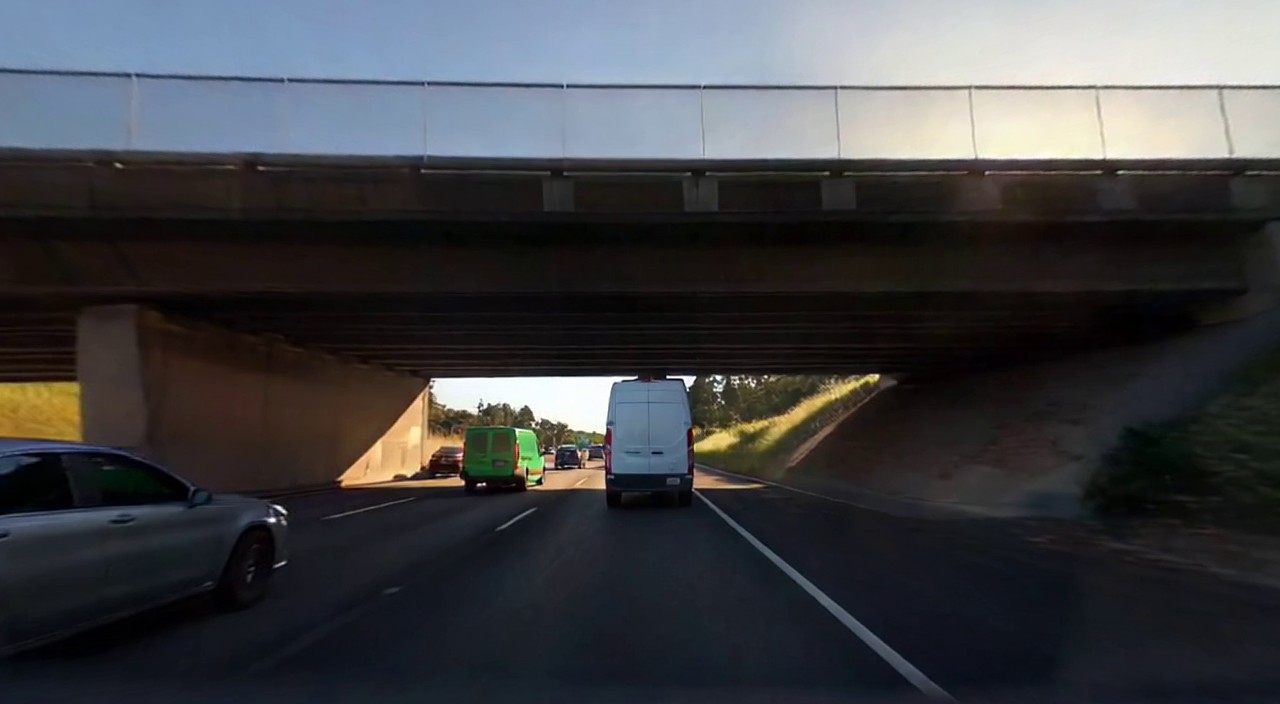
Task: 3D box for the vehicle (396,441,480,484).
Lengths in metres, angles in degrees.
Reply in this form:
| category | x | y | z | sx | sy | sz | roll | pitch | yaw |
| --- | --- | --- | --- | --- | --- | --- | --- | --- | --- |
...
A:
| category | x | y | z | sx | sy | sz | roll | pitch | yaw |
| --- | --- | --- | --- | --- | --- | --- | --- | --- | --- |
| vehicle | -8.373 | 4.613 | 26.554 | 2.093 | 1.675 | 4.233 | 0 | -9 | 0 |

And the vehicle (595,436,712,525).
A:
| category | x | y | z | sx | sy | sz | roll | pitch | yaw |
| --- | --- | --- | --- | --- | --- | --- | --- | --- | --- |
| vehicle | 0.220 | 2.479 | 12.559 | 1.991 | 1.507 | 3.391 | 0 | -9 | 0 |

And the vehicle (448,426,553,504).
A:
| category | x | y | z | sx | sy | sz | roll | pitch | yaw |
| --- | --- | --- | --- | --- | --- | --- | --- | --- | --- |
| vehicle | -3.679 | 3.073 | 17.416 | 1.951 | 1.882 | 3.979 | 0 | -9 | 0 |

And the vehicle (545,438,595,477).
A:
| category | x | y | z | sx | sy | sz | roll | pitch | yaw |
| --- | --- | --- | --- | --- | --- | --- | --- | --- | --- |
| vehicle | -3.517 | 5.431 | 32.488 | 2.068 | 1.862 | 4.234 | 0 | -9 | 1 |

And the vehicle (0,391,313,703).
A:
| category | x | y | z | sx | sy | sz | roll | pitch | yaw |
| --- | --- | --- | --- | --- | --- | --- | --- | --- | --- |
| vehicle | -3.803 | 1.091 | 3.664 | 1.845 | 1.554 | 3.565 | 0 | -9 | 0 |

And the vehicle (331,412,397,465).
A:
| category | x | y | z | sx | sy | sz | roll | pitch | yaw |
| --- | --- | --- | --- | --- | --- | --- | --- | --- | --- |
| vehicle | -18.882 | 5.956 | 43.315 | 2.996 | 3.451 | 2.930 | 0 | -9 | 1 |
